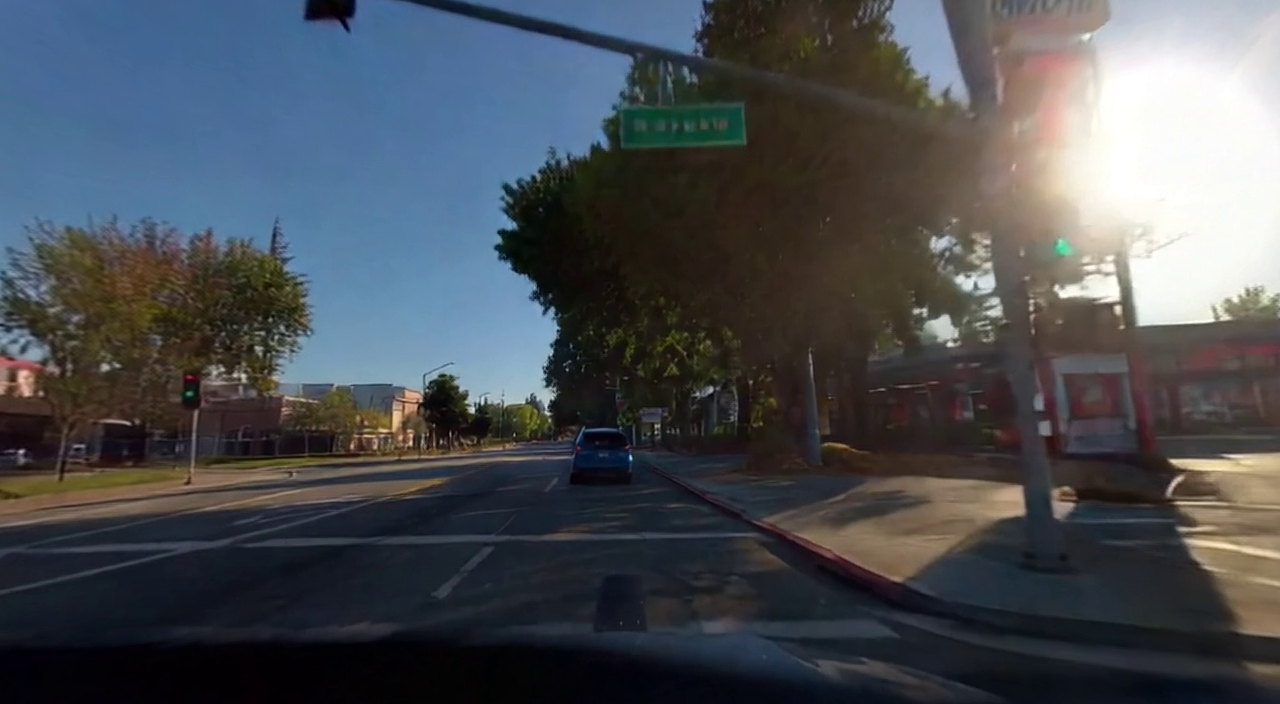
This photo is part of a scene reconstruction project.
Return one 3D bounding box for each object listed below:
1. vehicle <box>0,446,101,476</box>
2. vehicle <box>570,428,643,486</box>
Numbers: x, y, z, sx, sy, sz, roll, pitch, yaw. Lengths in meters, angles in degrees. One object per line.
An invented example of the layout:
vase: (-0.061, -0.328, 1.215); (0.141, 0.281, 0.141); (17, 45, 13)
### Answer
vehicle: (-34.581, 6.330, 36.782); (4.369, 1.669, 2.018); (0, -8, -4)
vehicle: (-1.106, 3.488, 21.298); (2.227, 1.733, 3.930); (0, -8, -3)
